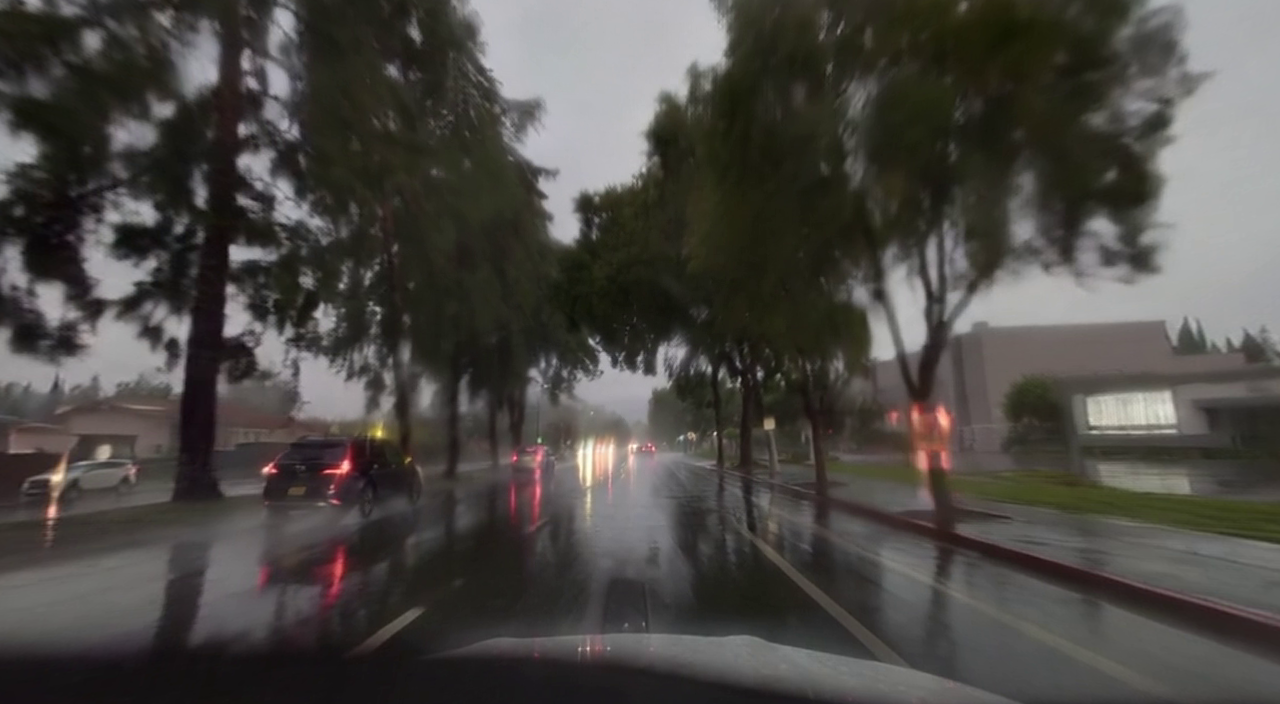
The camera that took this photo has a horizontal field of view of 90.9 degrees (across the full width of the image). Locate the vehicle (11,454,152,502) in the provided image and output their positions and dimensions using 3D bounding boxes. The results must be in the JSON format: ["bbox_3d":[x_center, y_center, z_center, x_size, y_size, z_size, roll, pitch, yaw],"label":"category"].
[{"bbox_3d":[-25.295,5.697,28.861,2.031,1.862,4.761,-1,-8,1],"label":"vehicle"}]

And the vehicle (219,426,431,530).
[{"bbox_3d":[-6.173,2.507,13.102,2.123,1.761,4.322,0,-9,0],"label":"vehicle"}]

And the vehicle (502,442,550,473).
[{"bbox_3d":[-6.616,6.198,37.118,1.985,1.708,4.310,0,-9,0],"label":"vehicle"}]
